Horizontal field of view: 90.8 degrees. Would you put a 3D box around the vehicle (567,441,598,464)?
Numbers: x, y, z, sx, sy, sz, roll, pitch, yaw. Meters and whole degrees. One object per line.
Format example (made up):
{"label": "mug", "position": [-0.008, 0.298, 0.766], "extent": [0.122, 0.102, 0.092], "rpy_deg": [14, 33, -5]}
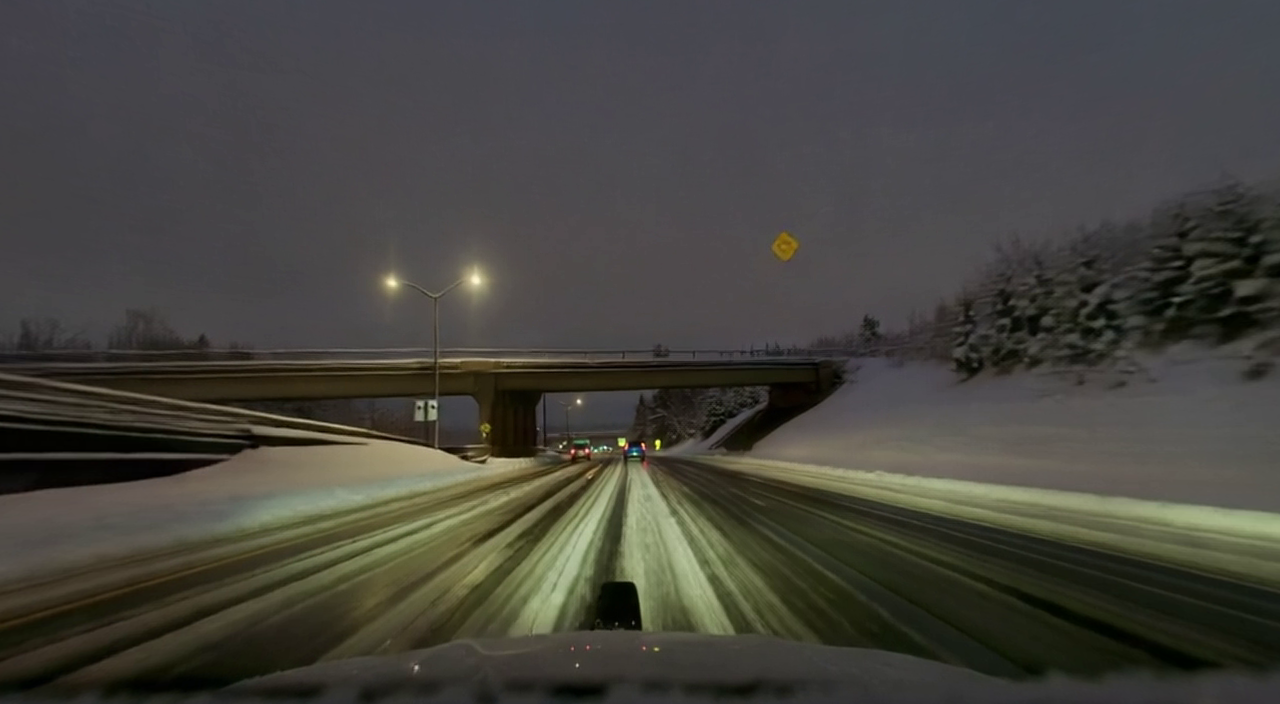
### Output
{"label": "vehicle", "position": [-4.269, 7.529, 47.525], "extent": [2.000, 1.646, 4.201], "rpy_deg": [0, -8, -1]}

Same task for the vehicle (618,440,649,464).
{"label": "vehicle", "position": [-0.479, 7.184, 45.551], "extent": [2.132, 1.657, 3.967], "rpy_deg": [0, -8, -2]}
